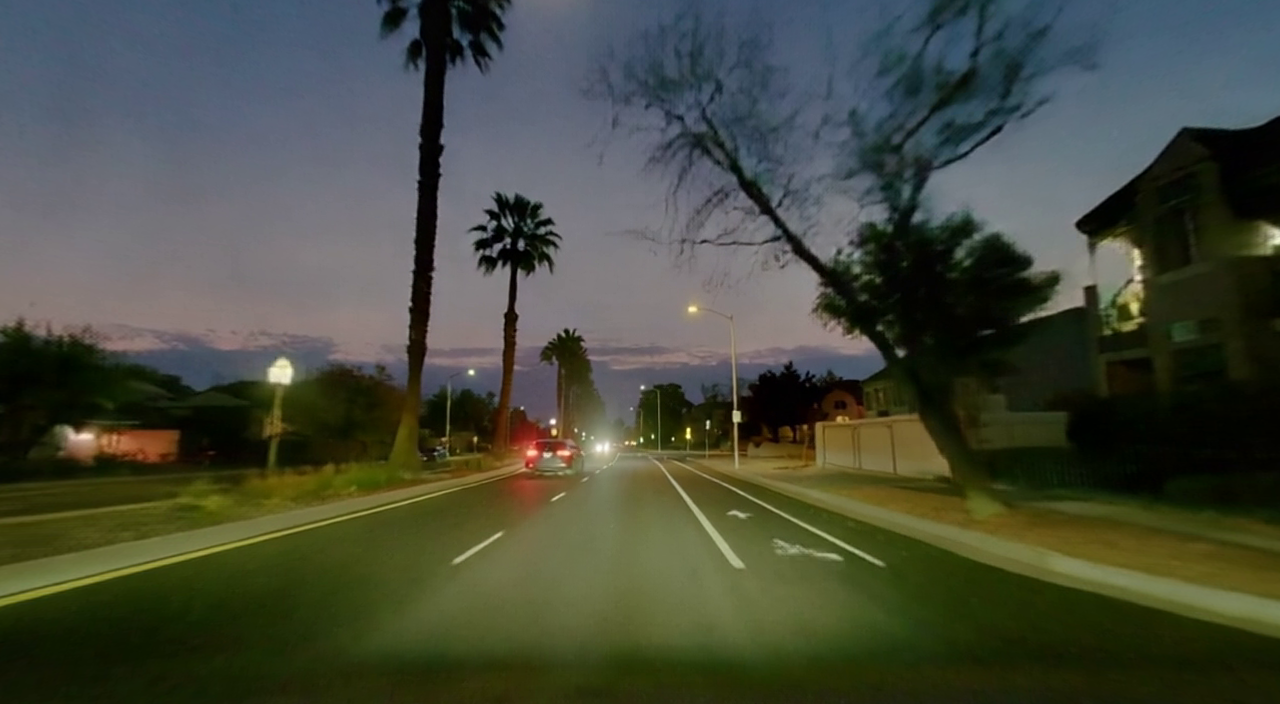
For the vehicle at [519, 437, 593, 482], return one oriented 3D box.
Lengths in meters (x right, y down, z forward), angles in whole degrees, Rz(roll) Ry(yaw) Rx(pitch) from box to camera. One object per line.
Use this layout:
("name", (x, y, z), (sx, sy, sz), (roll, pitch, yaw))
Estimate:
("vehicle", (-3.010, 3.979, 23.616), (2.075, 1.498, 4.730), (0, -8, 1))
